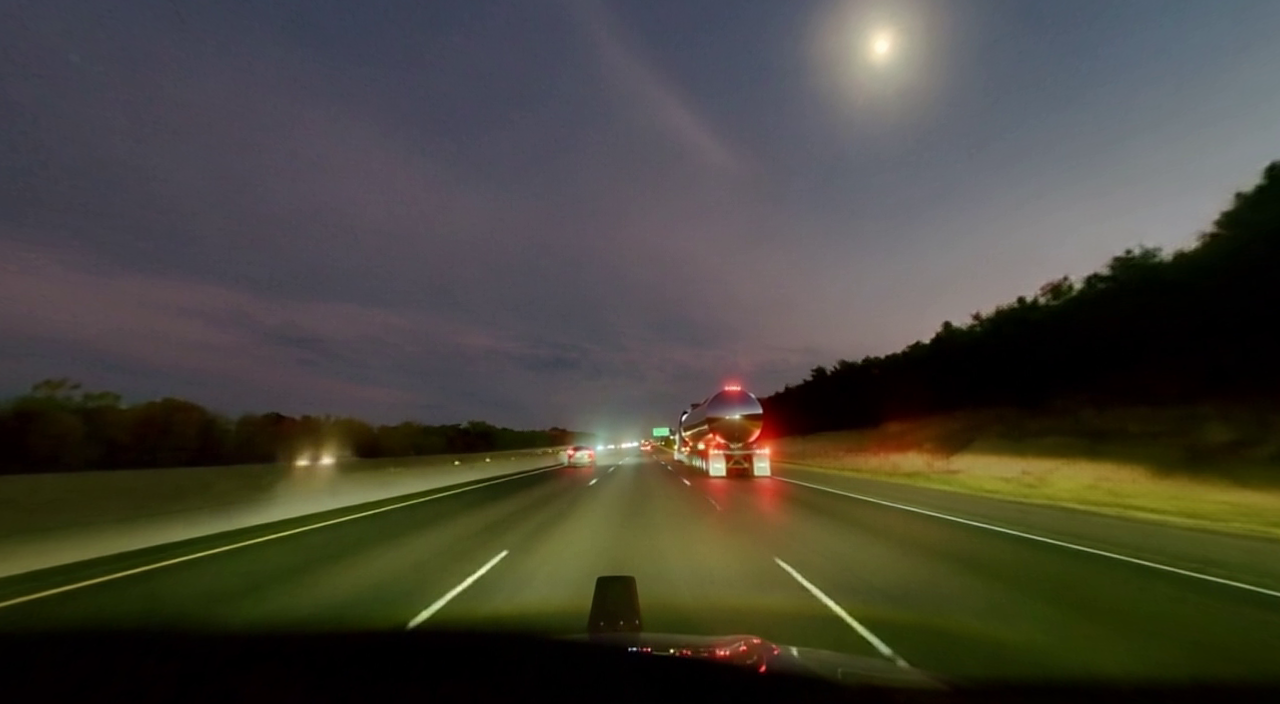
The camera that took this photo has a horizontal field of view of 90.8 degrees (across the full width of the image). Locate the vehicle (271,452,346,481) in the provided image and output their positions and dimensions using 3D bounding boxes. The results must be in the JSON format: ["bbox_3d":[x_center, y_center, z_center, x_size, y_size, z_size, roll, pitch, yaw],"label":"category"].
[{"bbox_3d":[-19.185,6.616,36.760,1.892,1.502,4.488,0,-9,0],"label":"vehicle"}]

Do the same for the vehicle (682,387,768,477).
[{"bbox_3d":[3.874,4.054,31.207,2.759,3.734,9.708,0,-9,-1],"label":"vehicle"}]

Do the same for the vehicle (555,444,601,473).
[{"bbox_3d":[-3.297,5.764,34.472,1.986,1.458,4.506,0,-9,1],"label":"vehicle"}]
